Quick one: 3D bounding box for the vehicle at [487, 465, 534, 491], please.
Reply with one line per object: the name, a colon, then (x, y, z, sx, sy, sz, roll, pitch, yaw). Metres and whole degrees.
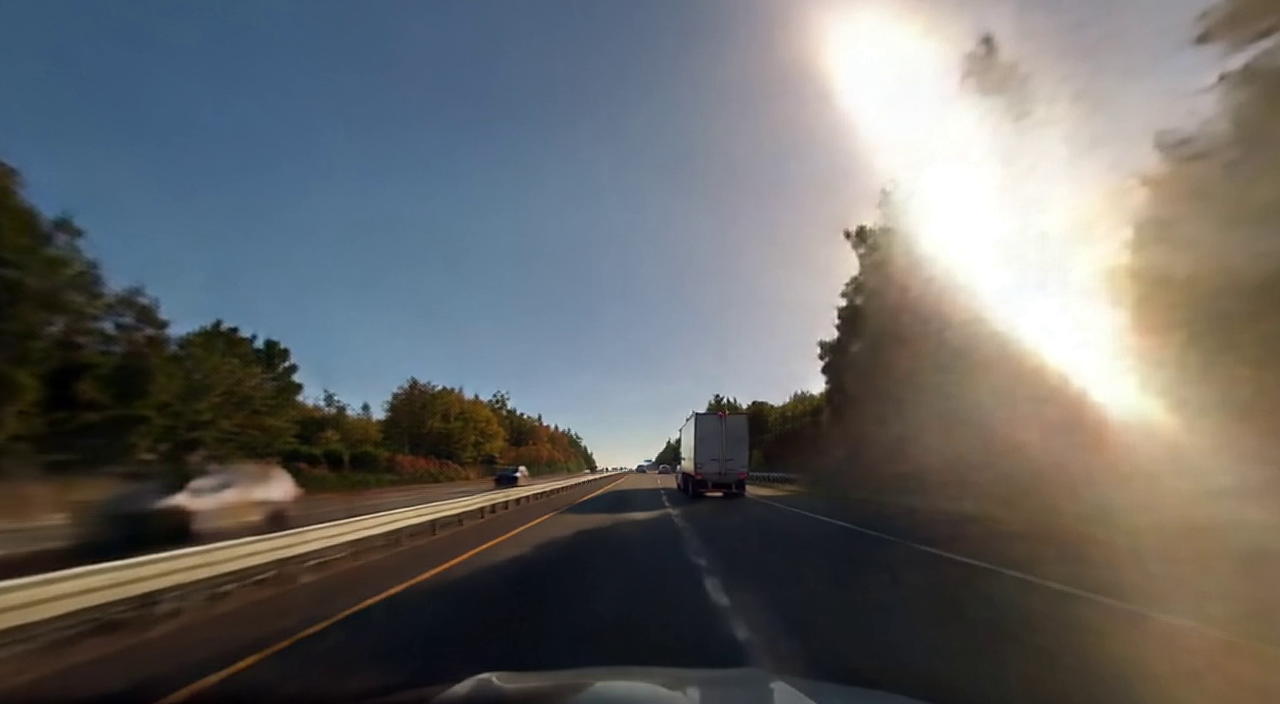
vehicle: (-8.204, 8.039, 40.350, 1.903, 1.512, 4.492, 0, -10, 1)

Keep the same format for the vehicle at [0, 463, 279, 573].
vehicle: (-8.600, 2.701, 10.976, 1.887, 1.462, 4.482, 0, -10, 1)

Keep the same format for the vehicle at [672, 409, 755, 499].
vehicle: (3.745, 5.939, 36.027, 3.204, 4.102, 13.306, 0, -10, 0)
